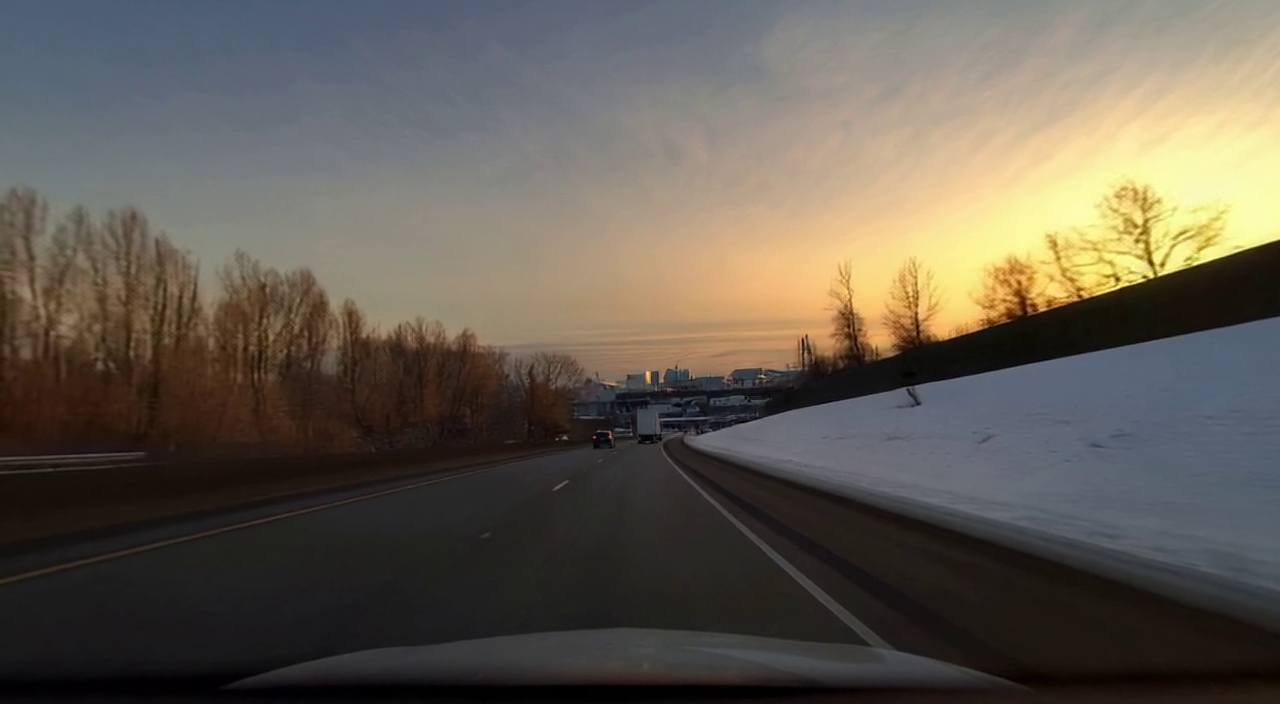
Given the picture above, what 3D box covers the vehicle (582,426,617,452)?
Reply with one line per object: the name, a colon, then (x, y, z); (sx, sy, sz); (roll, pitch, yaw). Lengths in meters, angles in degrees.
vehicle: (-2.749, 5.983, 43.187); (2.018, 1.678, 4.312); (0, -8, 1)
